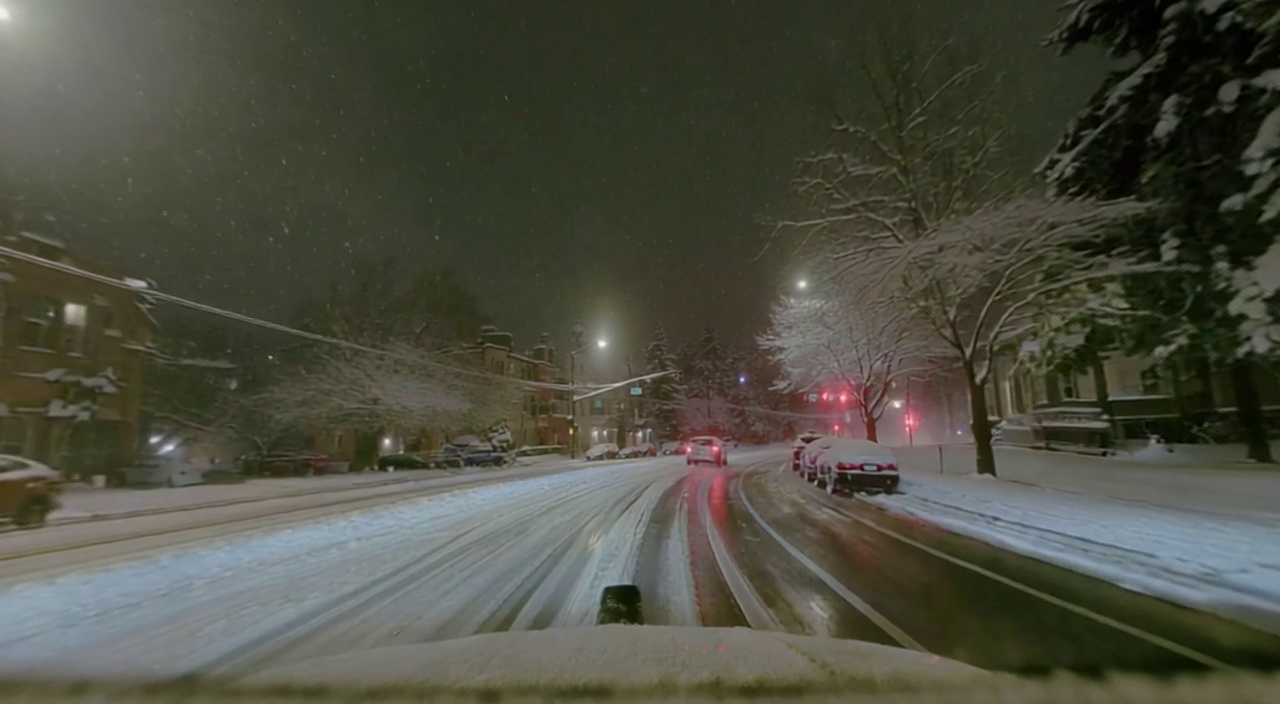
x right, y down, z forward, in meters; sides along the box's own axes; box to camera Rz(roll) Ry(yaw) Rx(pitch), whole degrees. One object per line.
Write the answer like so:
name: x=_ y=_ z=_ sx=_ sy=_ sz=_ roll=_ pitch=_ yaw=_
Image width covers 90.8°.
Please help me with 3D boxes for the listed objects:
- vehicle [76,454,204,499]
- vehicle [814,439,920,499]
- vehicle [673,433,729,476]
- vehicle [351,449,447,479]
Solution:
vehicle: x=-23.179 y=5.724 z=29.349 sx=4.524 sy=1.870 sz=2.180 roll=-2 pitch=-9 yaw=14
vehicle: x=6.218 y=3.214 z=17.890 sx=1.940 sy=1.456 sz=4.502 roll=-1 pitch=-9 yaw=8
vehicle: x=2.682 y=4.323 z=26.850 sx=1.852 sy=1.680 sz=4.488 roll=-2 pitch=-9 yaw=12
vehicle: x=-16.778 y=7.808 z=44.100 sx=5.953 sy=1.868 sz=2.049 roll=0 pitch=-11 yaw=10
